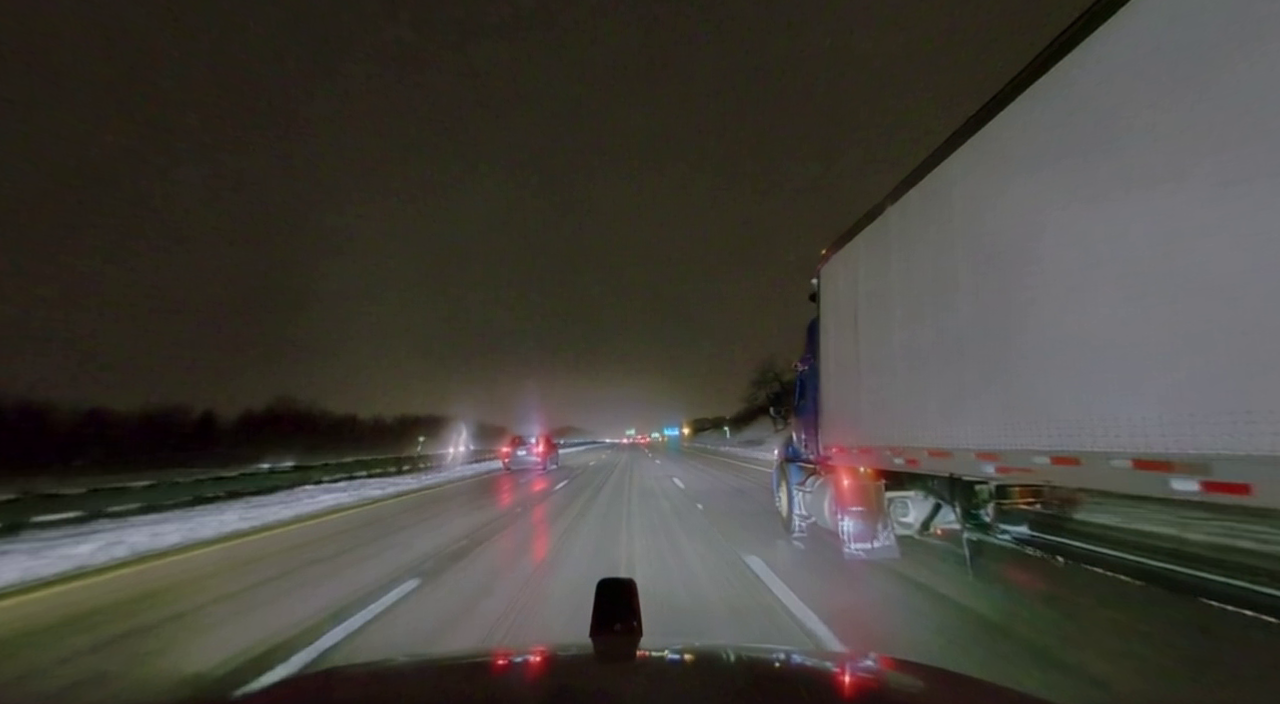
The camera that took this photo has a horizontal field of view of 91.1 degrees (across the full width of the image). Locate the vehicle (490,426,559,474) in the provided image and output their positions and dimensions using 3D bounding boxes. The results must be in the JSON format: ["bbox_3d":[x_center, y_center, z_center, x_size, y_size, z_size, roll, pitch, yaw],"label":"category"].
[{"bbox_3d":[-4.470,3.849,25.037,2.063,1.661,4.439,2,-8,-3],"label":"vehicle"}]
